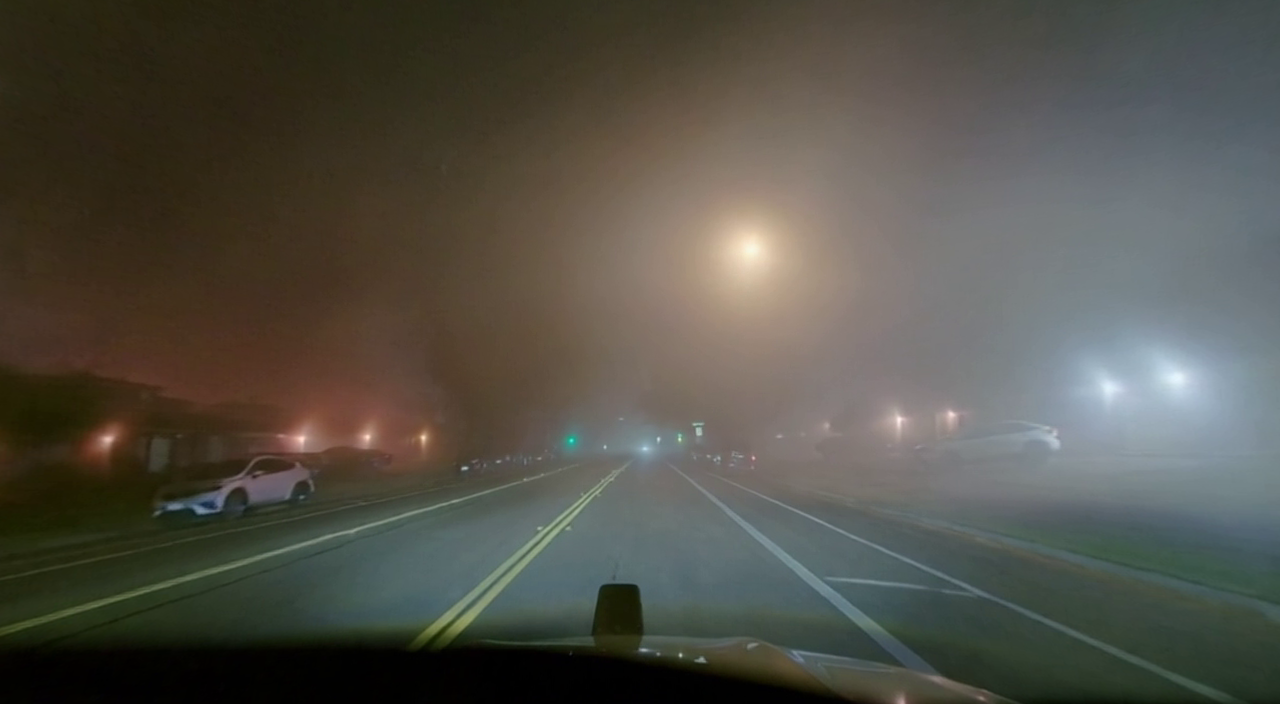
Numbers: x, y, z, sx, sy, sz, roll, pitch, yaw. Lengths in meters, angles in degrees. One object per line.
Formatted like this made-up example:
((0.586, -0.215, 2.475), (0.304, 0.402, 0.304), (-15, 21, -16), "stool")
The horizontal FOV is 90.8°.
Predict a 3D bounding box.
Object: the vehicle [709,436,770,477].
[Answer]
((4.903, 5.227, 31.833), (2.215, 1.886, 4.577), (0, -8, -1), "vehicle")

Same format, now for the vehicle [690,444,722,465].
((4.767, 7.492, 46.333), (1.908, 1.477, 4.920), (0, -8, 1), "vehicle")

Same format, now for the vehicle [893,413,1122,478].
((12.842, 3.337, 22.461), (6.619, 1.884, 2.225), (-3, -9, 1), "vehicle")

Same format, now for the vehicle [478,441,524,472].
((-10.210, 7.714, 46.879), (2.225, 2.037, 5.158), (-4, -8, 0), "vehicle")

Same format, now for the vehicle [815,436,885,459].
((13.885, 6.329, 41.989), (3.966, 1.500, 1.998), (0, -8, 2), "vehicle")

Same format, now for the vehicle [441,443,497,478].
((-10.276, 6.579, 38.347), (2.117, 1.865, 4.570), (-2, -10, 0), "vehicle")

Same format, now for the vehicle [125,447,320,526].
((-10.593, 3.429, 16.564), (2.082, 1.661, 4.403), (-3, -10, 1), "vehicle")
